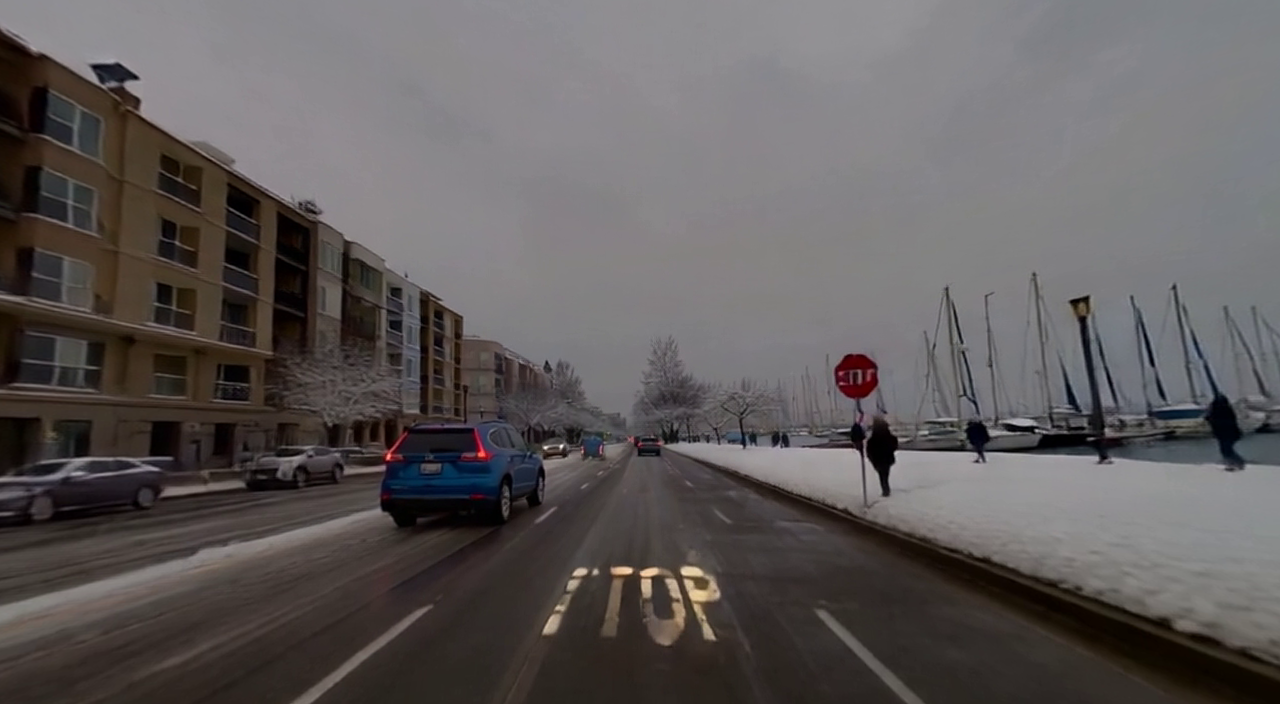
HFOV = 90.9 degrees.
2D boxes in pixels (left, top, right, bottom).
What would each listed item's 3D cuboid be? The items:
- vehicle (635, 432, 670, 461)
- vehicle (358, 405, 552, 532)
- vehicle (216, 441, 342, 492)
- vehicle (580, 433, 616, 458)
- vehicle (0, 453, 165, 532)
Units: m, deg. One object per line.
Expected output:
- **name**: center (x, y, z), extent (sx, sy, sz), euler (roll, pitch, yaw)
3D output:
- **vehicle**: center (0.751, 5.769, 38.711), extent (2.057, 1.624, 3.726), euler (-1, -8, 1)
- **vehicle**: center (-3.036, 2.030, 11.615), extent (2.082, 1.817, 4.724), euler (-1, -8, 1)
- **vehicle**: center (-13.530, 4.289, 24.021), extent (2.117, 1.703, 4.373), euler (-1, -8, 2)
- **vehicle**: center (-2.881, 6.508, 44.005), extent (2.056, 1.680, 4.205), euler (-1, -8, 2)
- **vehicle**: center (-13.635, 3.128, 14.467), extent (1.871, 1.463, 4.555), euler (-1, -8, 0)
